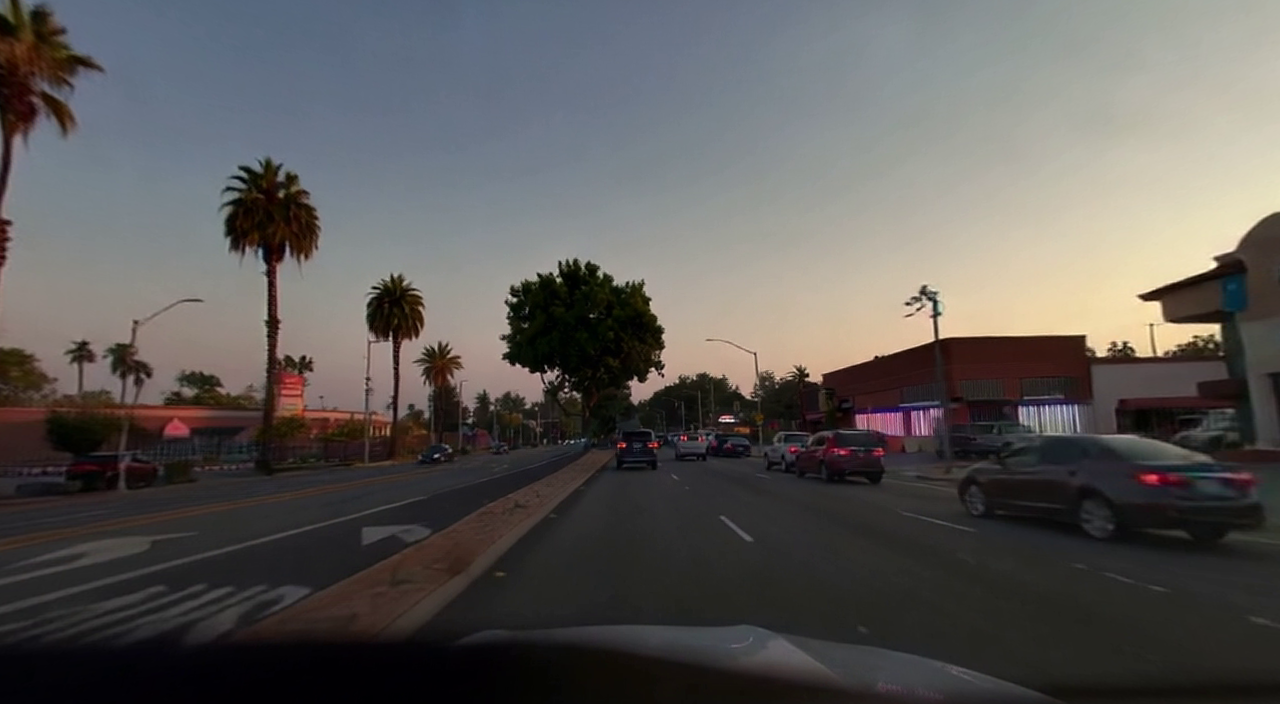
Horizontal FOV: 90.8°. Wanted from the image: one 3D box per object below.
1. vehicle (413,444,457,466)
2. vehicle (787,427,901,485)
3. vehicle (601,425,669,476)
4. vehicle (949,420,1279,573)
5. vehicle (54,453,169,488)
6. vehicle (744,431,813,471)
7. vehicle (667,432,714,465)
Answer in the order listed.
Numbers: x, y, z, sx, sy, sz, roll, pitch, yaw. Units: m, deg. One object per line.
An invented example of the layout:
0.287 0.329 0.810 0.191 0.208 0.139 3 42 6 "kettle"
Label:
-15.238 7.693 47.235 1.875 1.513 4.260 0 -9 -1 "vehicle"
6.495 3.391 20.797 2.100 1.675 4.536 0 -9 -2 "vehicle"
-0.232 3.942 25.299 2.428 1.816 4.959 0 -9 -1 "vehicle"
6.592 1.786 8.724 2.038 1.476 5.032 0 -9 -1 "vehicle"
-27.929 6.257 33.502 4.139 1.702 2.040 0 -9 -3 "vehicle"
6.366 4.619 29.625 2.001 1.692 4.800 0 -9 -2 "vehicle"
2.827 5.542 36.344 2.187 1.777 4.444 0 -9 -2 "vehicle"
